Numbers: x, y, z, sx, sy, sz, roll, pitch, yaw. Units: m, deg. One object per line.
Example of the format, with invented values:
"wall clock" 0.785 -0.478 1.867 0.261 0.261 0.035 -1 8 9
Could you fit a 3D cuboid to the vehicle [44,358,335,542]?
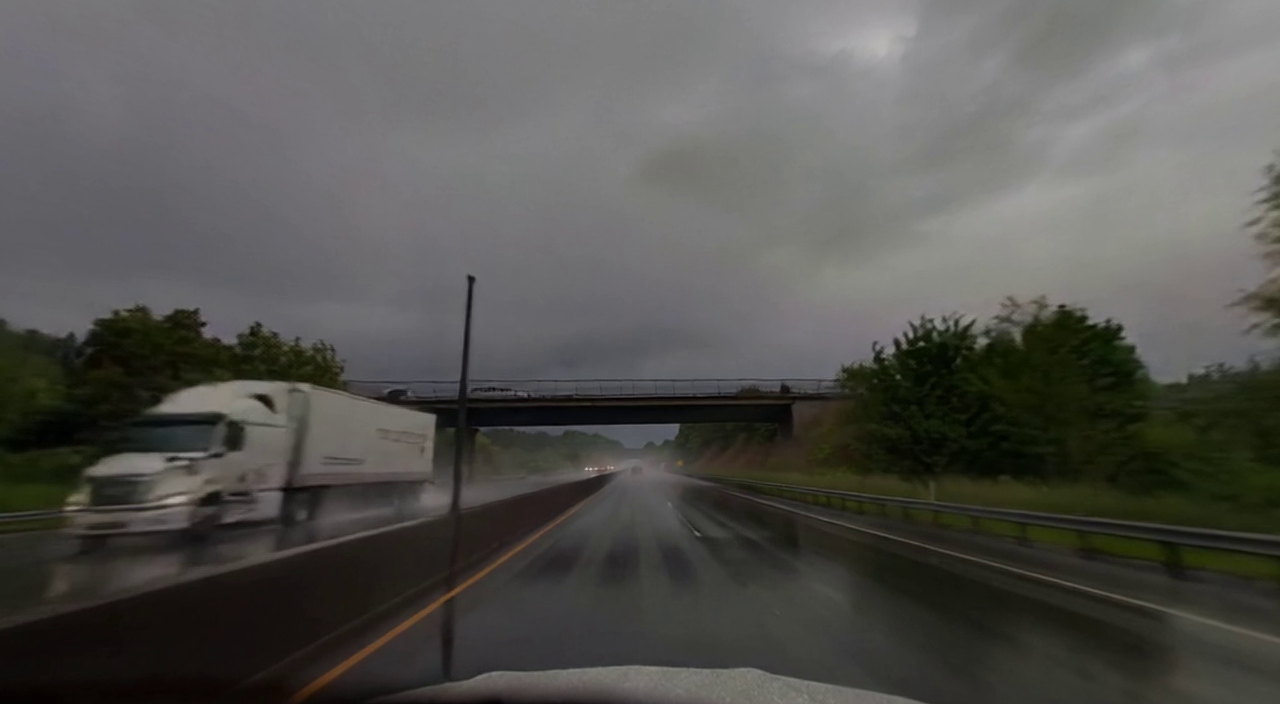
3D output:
"vehicle" -11.316 2.667 16.907 3.027 3.994 6.031 1 -10 0
